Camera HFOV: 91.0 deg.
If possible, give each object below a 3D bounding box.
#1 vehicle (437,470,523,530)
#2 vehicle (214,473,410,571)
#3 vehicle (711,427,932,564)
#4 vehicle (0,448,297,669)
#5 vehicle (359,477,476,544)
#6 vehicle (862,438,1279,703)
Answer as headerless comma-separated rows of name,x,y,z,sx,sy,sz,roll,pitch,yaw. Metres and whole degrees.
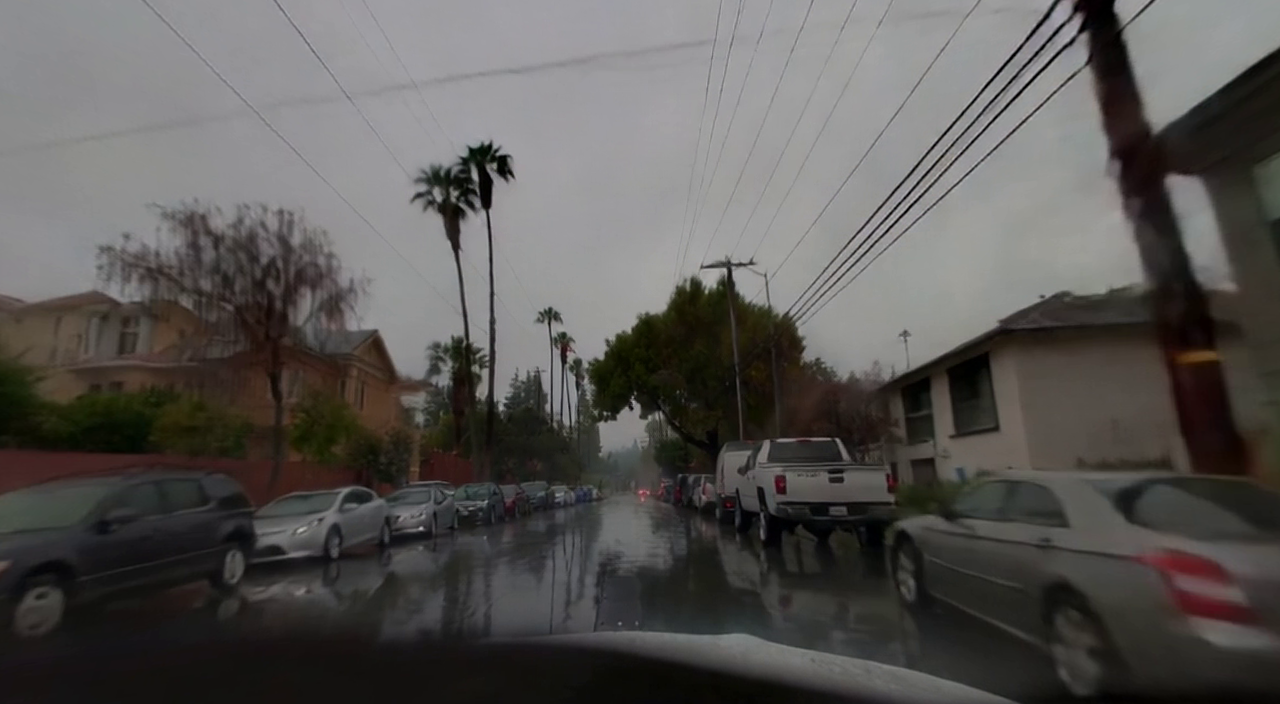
vehicle,-6.209,5.791,25.169,2.349,1.952,4.848,0,-8,-3
vehicle,-6.550,3.399,13.273,1.841,1.491,4.525,0,-9,-2
vehicle,2.969,2.526,12.199,2.268,1.953,6.124,0,-9,-2
vehicle,-6.483,2.103,7.656,1.933,1.824,5.142,0,-8,-3
vehicle,-6.345,4.546,18.547,1.874,1.449,4.622,0,-8,-2
vehicle,3.070,1.321,4.094,1.756,1.455,3.965,0,-9,-1
